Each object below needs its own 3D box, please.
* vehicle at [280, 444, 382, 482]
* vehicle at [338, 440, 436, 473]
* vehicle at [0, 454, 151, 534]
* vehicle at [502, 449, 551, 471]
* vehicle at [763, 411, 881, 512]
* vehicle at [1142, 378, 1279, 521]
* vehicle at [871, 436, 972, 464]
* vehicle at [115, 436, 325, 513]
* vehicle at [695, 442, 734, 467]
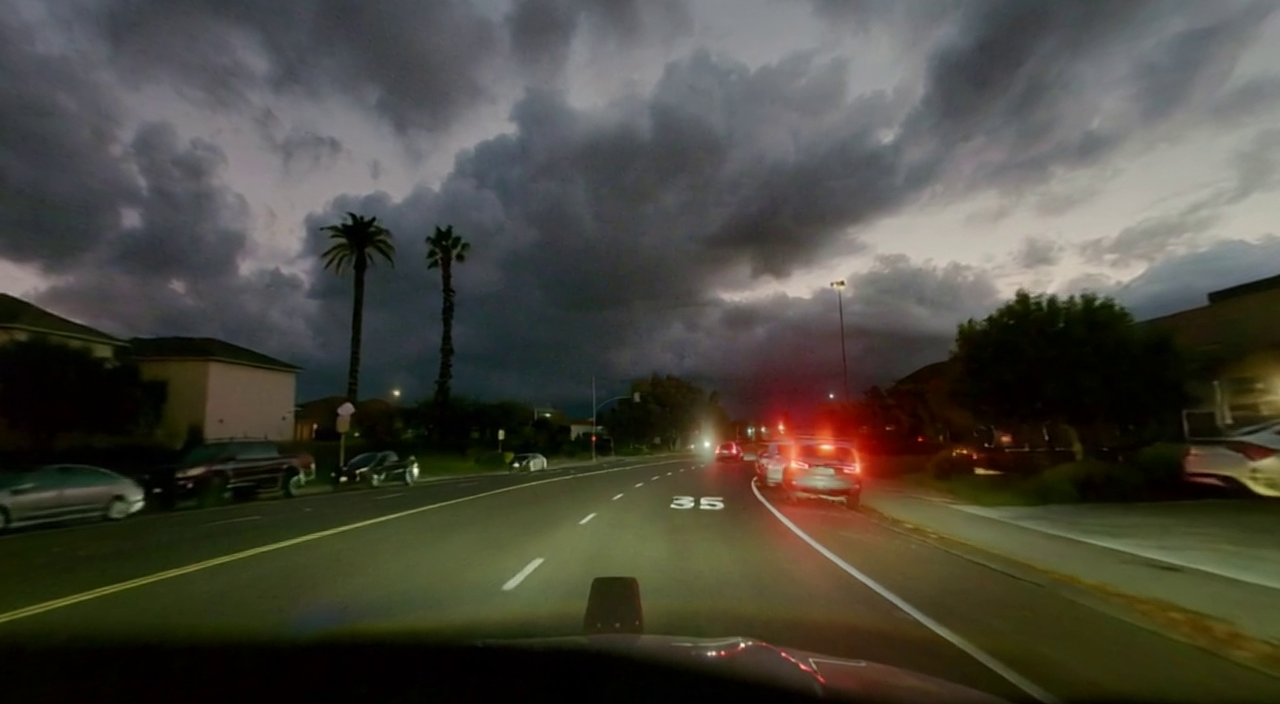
[{"bbox_3d":[-15.784,5.646,32.343,4.297,1.566,2.024,1,-8,15],"label":"vehicle"},{"bbox_3d":[-15.127,6.286,37.853,5.205,1.792,1.969,-3,-10,12],"label":"vehicle"},{"bbox_3d":[-13.251,3.034,13.554,1.786,1.488,4.518,-5,-9,3],"label":"vehicle"},{"bbox_3d":[-8.050,7.693,45.345,1.860,1.499,4.402,-2,-9,12],"label":"vehicle"},{"bbox_3d":[4.616,2.854,16.852,2.326,2.257,4.635,0,-9,7],"label":"vehicle"},{"bbox_3d":[12.170,1.516,10.329,5.588,2.111,2.300,-3,-9,7],"label":"vehicle"},{"bbox_3d":[16.075,5.635,36.317,4.923,1.521,1.811,-1,-9,8],"label":"vehicle"},{"bbox_3d":[-12.583,3.693,19.668,2.051,1.957,5.968,-3,-9,5],"label":"vehicle"},{"bbox_3d":[4.814,6.560,40.498,2.035,1.474,4.284,-2,-9,12],"label":"vehicle"}]
